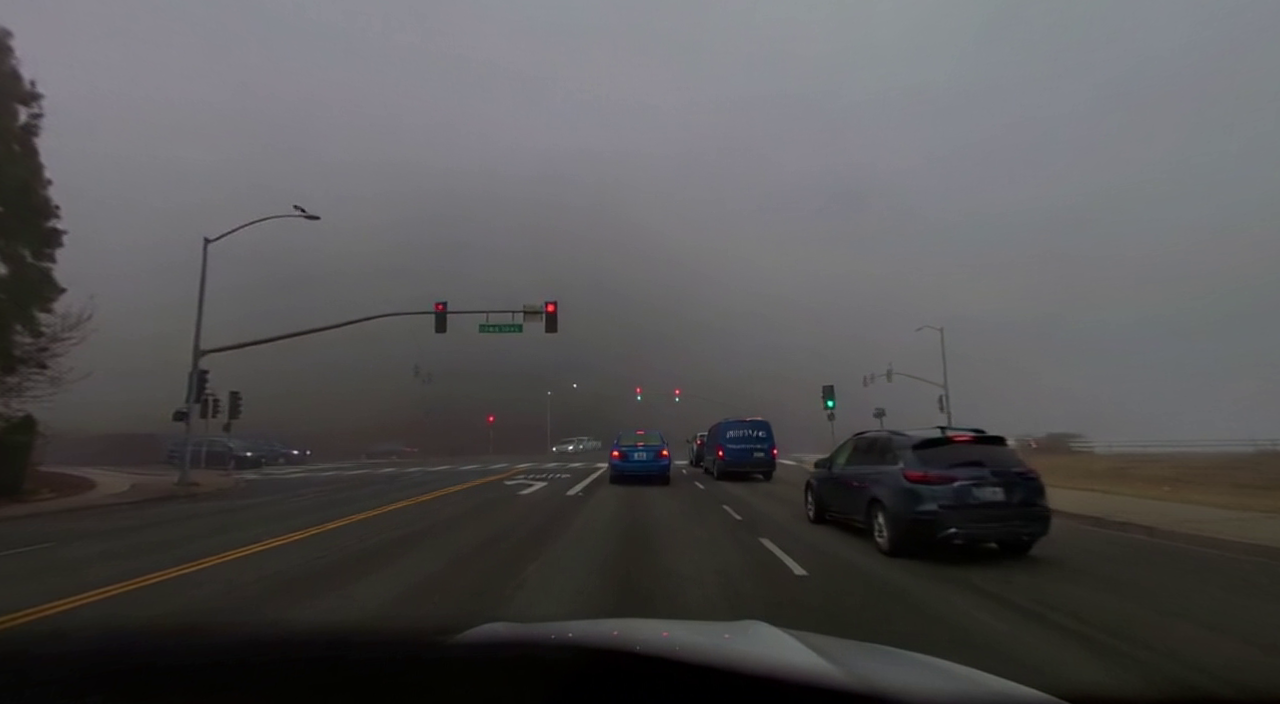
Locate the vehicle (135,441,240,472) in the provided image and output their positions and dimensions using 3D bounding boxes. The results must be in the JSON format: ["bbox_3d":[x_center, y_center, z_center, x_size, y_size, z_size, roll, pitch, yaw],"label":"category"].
[{"bbox_3d":[-28.118,6.484,39.160,4.757,1.841,2.121,1,-9,-7],"label":"vehicle"}]

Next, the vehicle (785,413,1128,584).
[{"bbox_3d":[3.361,1.660,7.940,1.934,1.506,4.544,0,-9,0],"label":"vehicle"}]

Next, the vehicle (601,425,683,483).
[{"bbox_3d":[0.104,3.257,20.127,2.321,1.624,4.367,0,-9,1],"label":"vehicle"}]

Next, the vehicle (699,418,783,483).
[{"bbox_3d":[3.201,3.251,20.785,2.059,1.924,4.257,0,-9,0],"label":"vehicle"}]

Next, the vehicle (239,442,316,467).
[{"bbox_3d":[-24.992,7.064,43.362,4.073,1.603,1.920,1,-9,-8],"label":"vehicle"}]
